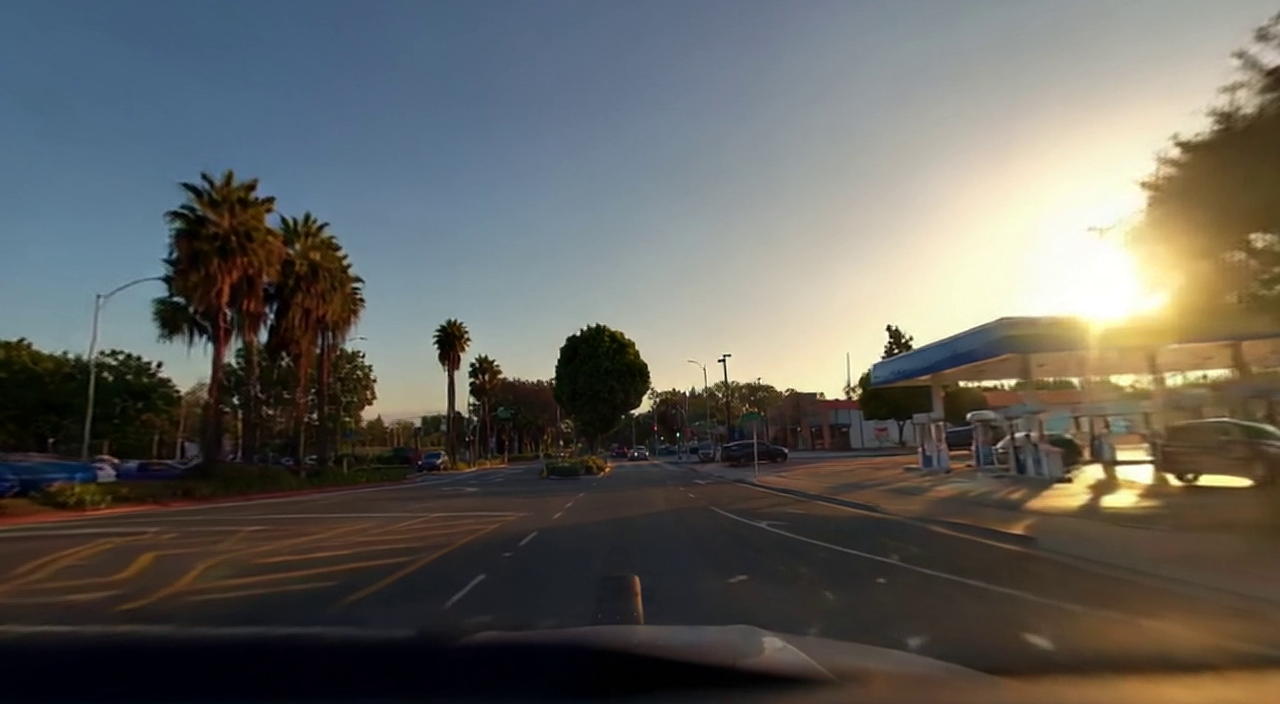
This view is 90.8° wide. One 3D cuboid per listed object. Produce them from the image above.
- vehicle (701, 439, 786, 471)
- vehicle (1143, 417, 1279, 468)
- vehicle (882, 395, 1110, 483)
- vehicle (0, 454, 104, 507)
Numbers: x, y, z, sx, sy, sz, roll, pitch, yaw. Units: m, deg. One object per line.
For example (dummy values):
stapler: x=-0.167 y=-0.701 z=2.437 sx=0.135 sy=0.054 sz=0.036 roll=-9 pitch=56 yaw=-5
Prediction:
vehicle: x=7.319 y=7.206 z=44.338 sx=6.059 sy=2.082 sz=2.703 roll=8 pitch=-12 yaw=-43
vehicle: x=21.582 y=3.328 z=23.161 sx=4.578 sy=1.756 sz=2.042 roll=1 pitch=-9 yaw=-4
vehicle: x=13.320 y=3.550 z=25.339 sx=2.944 sy=2.783 sz=10.332 roll=0 pitch=-9 yaw=-1
vehicle: x=-25.654 y=5.371 z=26.204 sx=5.056 sy=1.839 sz=1.957 roll=-3 pitch=-6 yaw=-2
